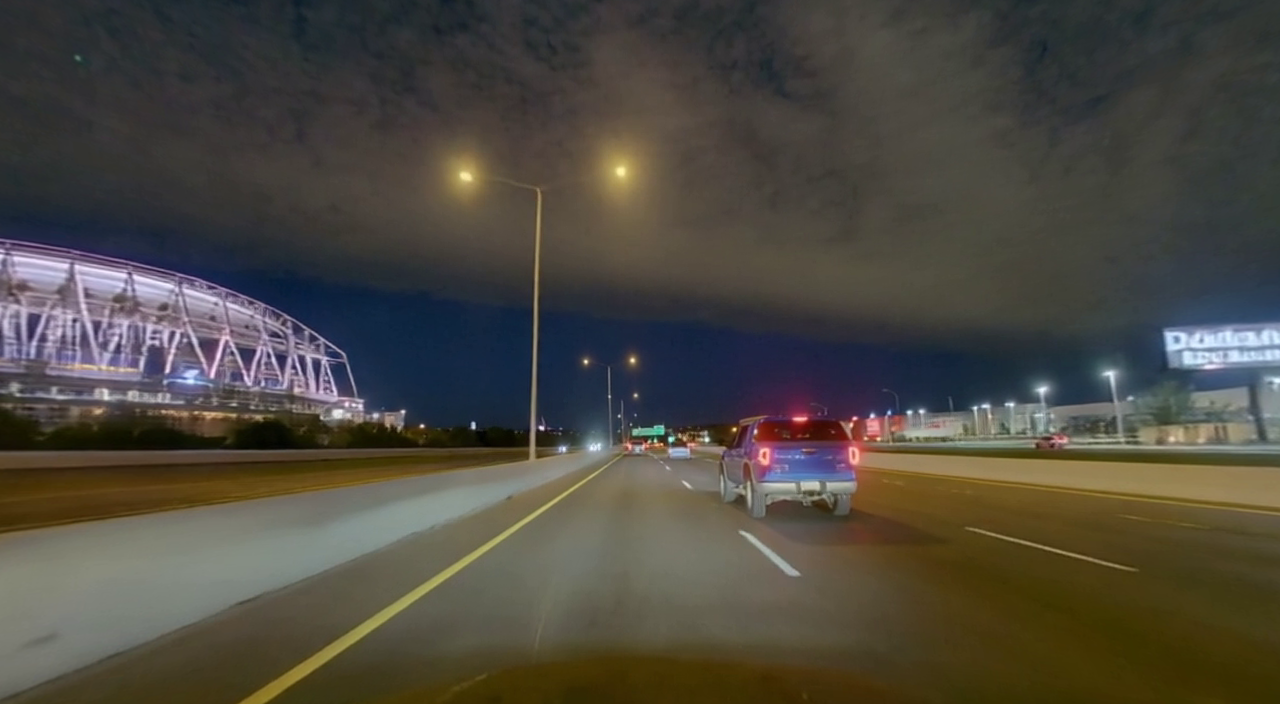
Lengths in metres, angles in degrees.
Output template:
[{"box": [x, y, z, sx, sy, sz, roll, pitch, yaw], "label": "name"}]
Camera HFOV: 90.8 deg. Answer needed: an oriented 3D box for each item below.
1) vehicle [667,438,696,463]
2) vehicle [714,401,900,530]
[{"box": [3.110, 7.516, 48.188, 1.973, 1.774, 4.092, 0, -9, 0], "label": "vehicle"}, {"box": [2.908, 2.143, 12.452, 2.199, 2.002, 4.970, 0, -9, -1], "label": "vehicle"}]
